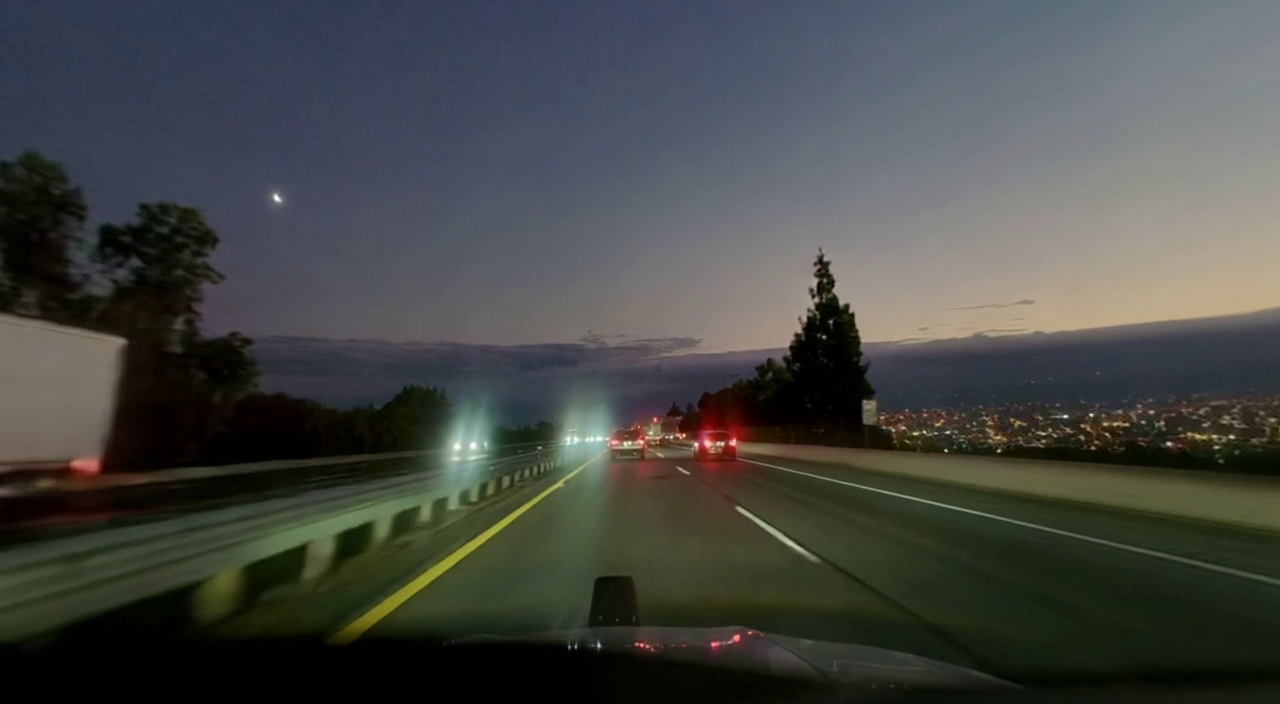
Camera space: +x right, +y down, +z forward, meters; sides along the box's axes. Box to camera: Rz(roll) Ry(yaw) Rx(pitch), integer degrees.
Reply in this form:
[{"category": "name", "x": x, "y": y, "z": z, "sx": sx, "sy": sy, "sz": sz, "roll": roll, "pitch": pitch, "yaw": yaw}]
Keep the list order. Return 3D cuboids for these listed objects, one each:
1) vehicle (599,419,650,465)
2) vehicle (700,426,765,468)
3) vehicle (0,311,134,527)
[{"category": "vehicle", "x": -0.760, "y": 4.312, "z": 30.275, "sx": 2.270, "sy": 2.044, "sz": 4.633, "roll": 0, "pitch": -8, "yaw": -2}, {"category": "vehicle", "x": 3.772, "y": 3.961, "z": 26.428, "sx": 1.981, "sy": 1.606, "sz": 3.956, "roll": 0, "pitch": -8, "yaw": -2}, {"category": "vehicle", "x": -13.549, "y": 0.720, "z": 7.898, "sx": 3.084, "sy": 4.047, "sz": 14.012, "roll": 0, "pitch": -8, "yaw": -1}]
